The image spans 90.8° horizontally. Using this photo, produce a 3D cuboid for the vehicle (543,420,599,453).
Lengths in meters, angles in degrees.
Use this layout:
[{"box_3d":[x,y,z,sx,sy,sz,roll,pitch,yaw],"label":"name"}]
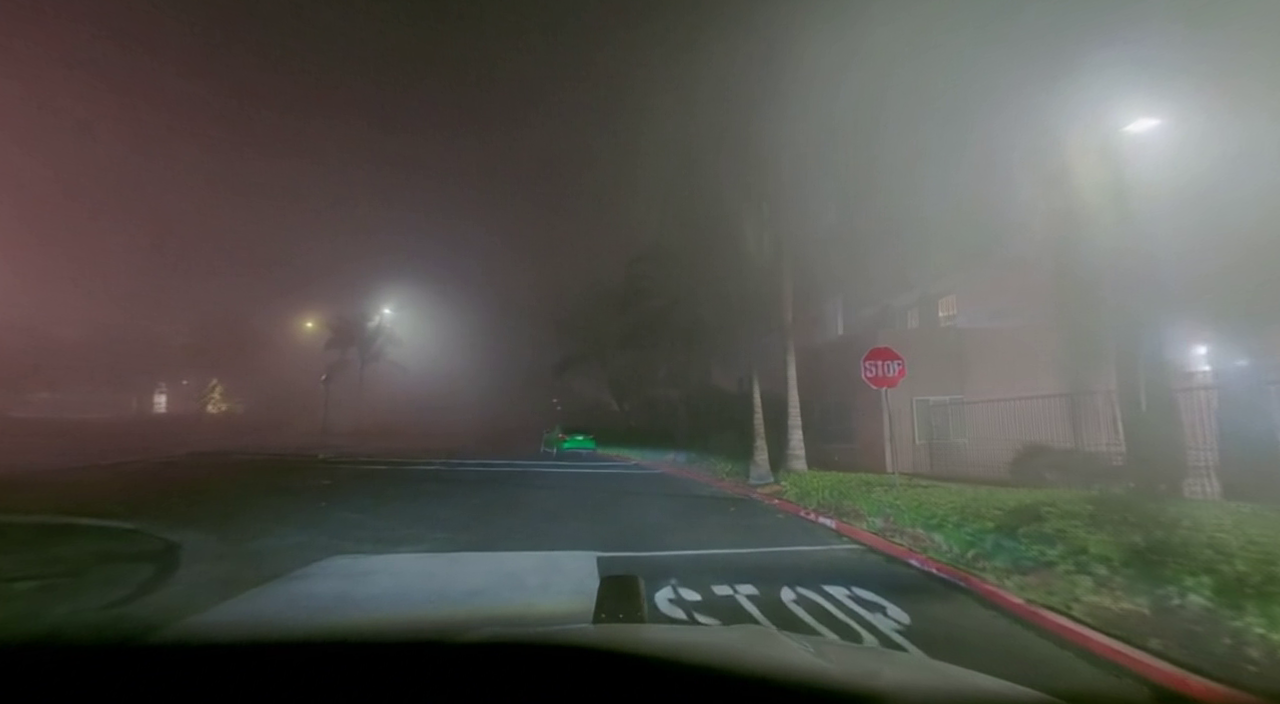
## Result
[{"box_3d":[-3.965,4.825,35.650,2.071,1.700,4.367,3,-9,-21],"label":"vehicle"}]
